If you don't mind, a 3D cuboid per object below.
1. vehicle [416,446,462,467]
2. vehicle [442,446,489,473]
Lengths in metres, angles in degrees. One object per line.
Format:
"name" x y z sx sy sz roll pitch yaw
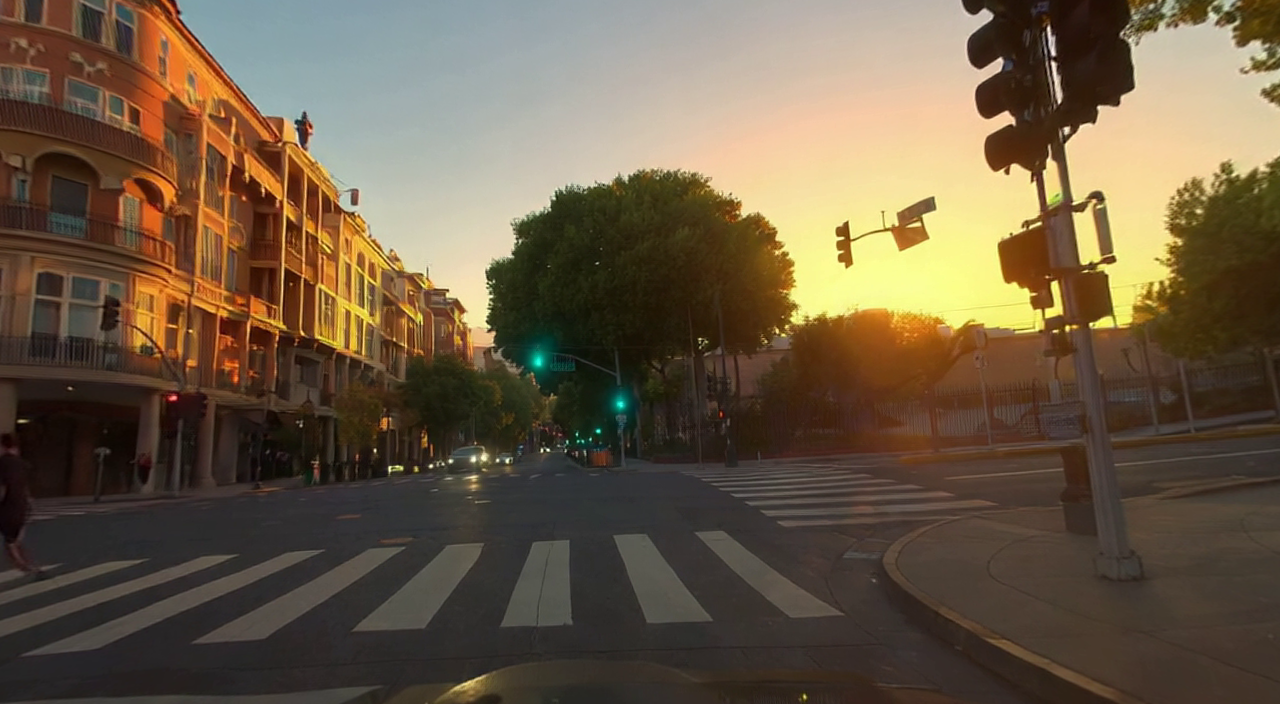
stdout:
"vehicle" -15.529 7.998 48.629 2.028 1.479 4.427 6 -10 -35
"vehicle" -10.458 6.469 38.154 2.196 1.503 4.371 1 -8 -8
